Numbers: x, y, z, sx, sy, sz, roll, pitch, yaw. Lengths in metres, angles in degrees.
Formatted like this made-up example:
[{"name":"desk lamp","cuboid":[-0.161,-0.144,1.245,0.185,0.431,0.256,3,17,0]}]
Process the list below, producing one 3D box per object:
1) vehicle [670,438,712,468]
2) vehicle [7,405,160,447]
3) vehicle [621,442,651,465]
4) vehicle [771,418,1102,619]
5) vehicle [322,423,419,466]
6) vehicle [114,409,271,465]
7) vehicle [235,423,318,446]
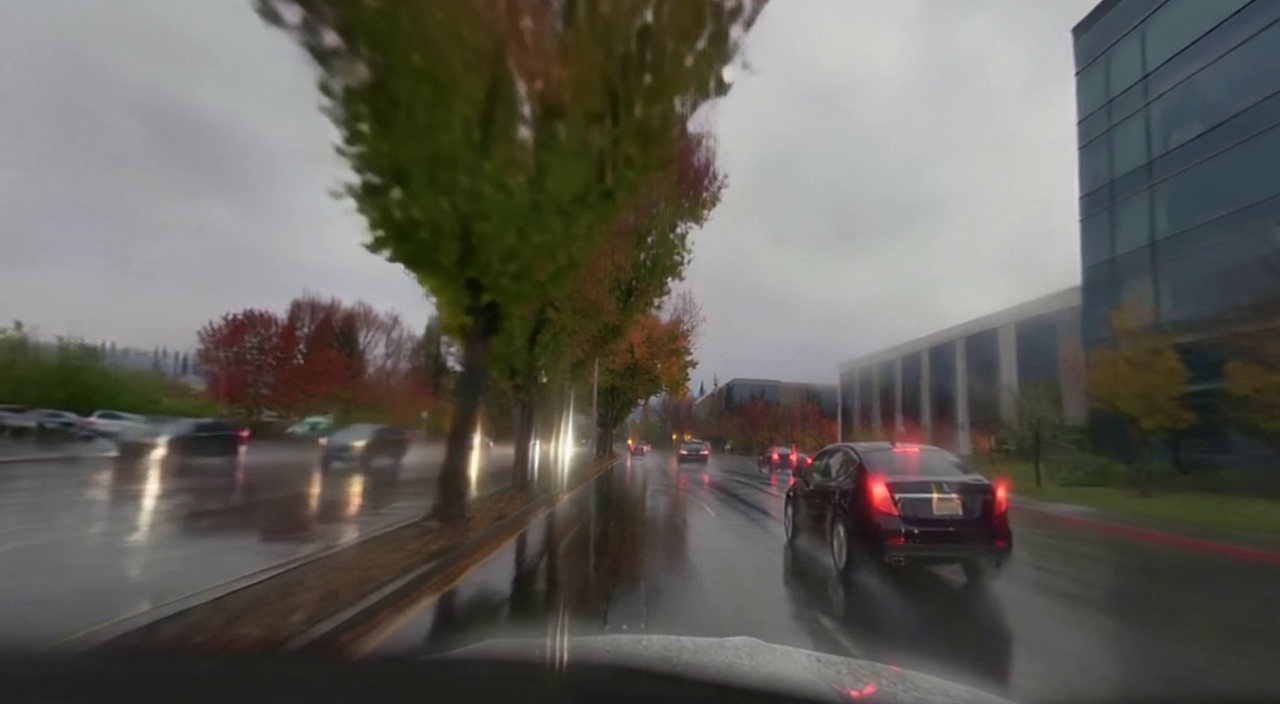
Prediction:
[{"name":"vehicle","cuboid":[3.221,6.498,40.712,2.154,1.844,4.634,0,-9,-2]},{"name":"vehicle","cuboid":[-27.120,3.746,31.122,2.149,1.809,5.973,-2,-9,0]},{"name":"vehicle","cuboid":[-0.254,6.926,43.282,1.991,1.477,3.814,0,-9,0]},{"name":"vehicle","cuboid":[2.896,1.690,7.293,1.901,1.634,3.896,1,-9,0]},{"name":"vehicle","cuboid":[-11.270,3.928,26.747,2.122,1.685,4.358,0,-9,0]},{"name":"vehicle","cuboid":[-15.550,3.051,22.342,2.101,1.738,4.704,0,-9,0]},{"name":"vehicle","cuboid":[-27.129,6.221,47.184,4.787,1.664,2.211,0,-9,-1]}]
